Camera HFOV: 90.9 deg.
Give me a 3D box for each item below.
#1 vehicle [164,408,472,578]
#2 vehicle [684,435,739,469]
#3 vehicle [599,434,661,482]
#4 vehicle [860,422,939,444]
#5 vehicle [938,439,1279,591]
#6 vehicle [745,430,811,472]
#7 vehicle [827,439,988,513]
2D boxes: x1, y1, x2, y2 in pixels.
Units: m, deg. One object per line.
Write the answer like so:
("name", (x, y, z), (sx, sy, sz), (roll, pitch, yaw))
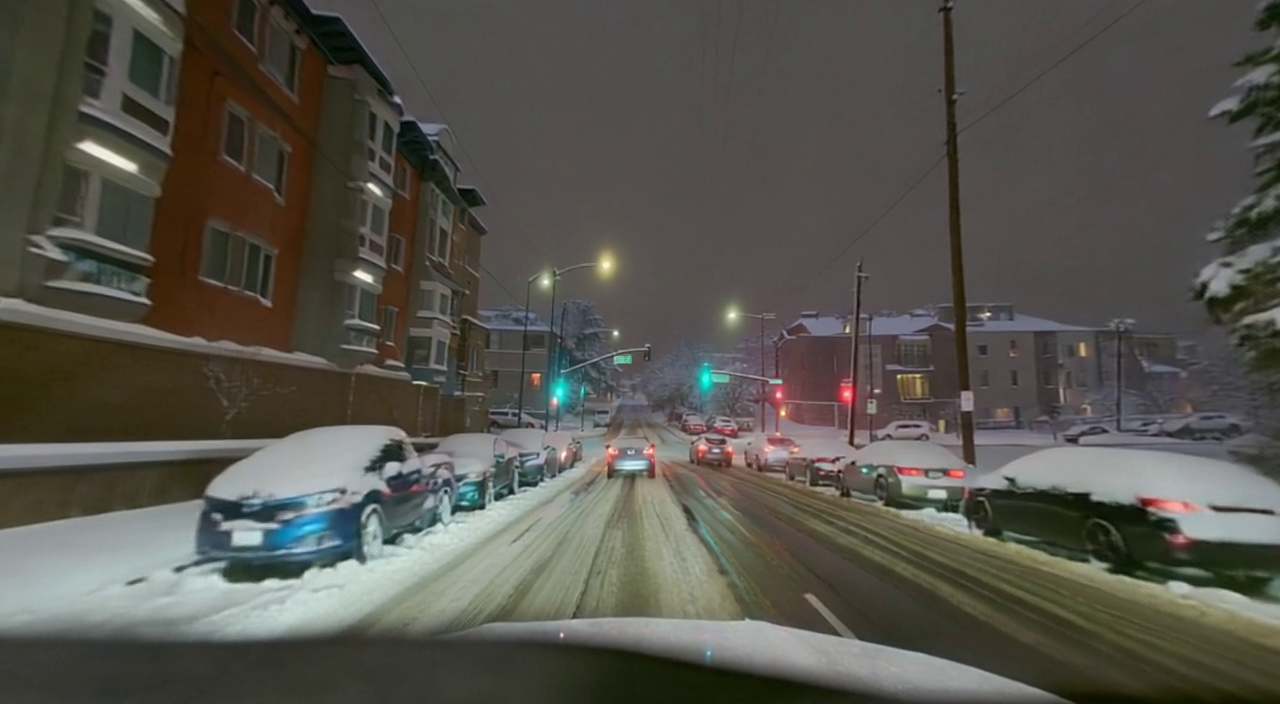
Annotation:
("vehicle", (-3.694, 1.670, 8.171), (1.831, 1.650, 3.852), (0, -9, 2))
("vehicle", (3.249, 4.677, 29.596), (2.055, 1.450, 4.676), (0, -9, 0))
("vehicle", (-0.296, 3.605, 21.674), (1.923, 1.460, 3.923), (0, -9, 0))
("vehicle", (18.395, 5.778, 44.848), (4.738, 1.537, 1.960), (0, -9, 3))
("vehicle", (6.193, 1.996, 8.692), (1.980, 1.518, 4.526), (0, -9, 0))
("vehicle", (6.176, 4.525, 28.822), (1.999, 1.752, 4.502), (0, -9, 0))
("vehicle", (6.119, 2.863, 15.103), (1.938, 1.487, 4.371), (0, -9, 0))
